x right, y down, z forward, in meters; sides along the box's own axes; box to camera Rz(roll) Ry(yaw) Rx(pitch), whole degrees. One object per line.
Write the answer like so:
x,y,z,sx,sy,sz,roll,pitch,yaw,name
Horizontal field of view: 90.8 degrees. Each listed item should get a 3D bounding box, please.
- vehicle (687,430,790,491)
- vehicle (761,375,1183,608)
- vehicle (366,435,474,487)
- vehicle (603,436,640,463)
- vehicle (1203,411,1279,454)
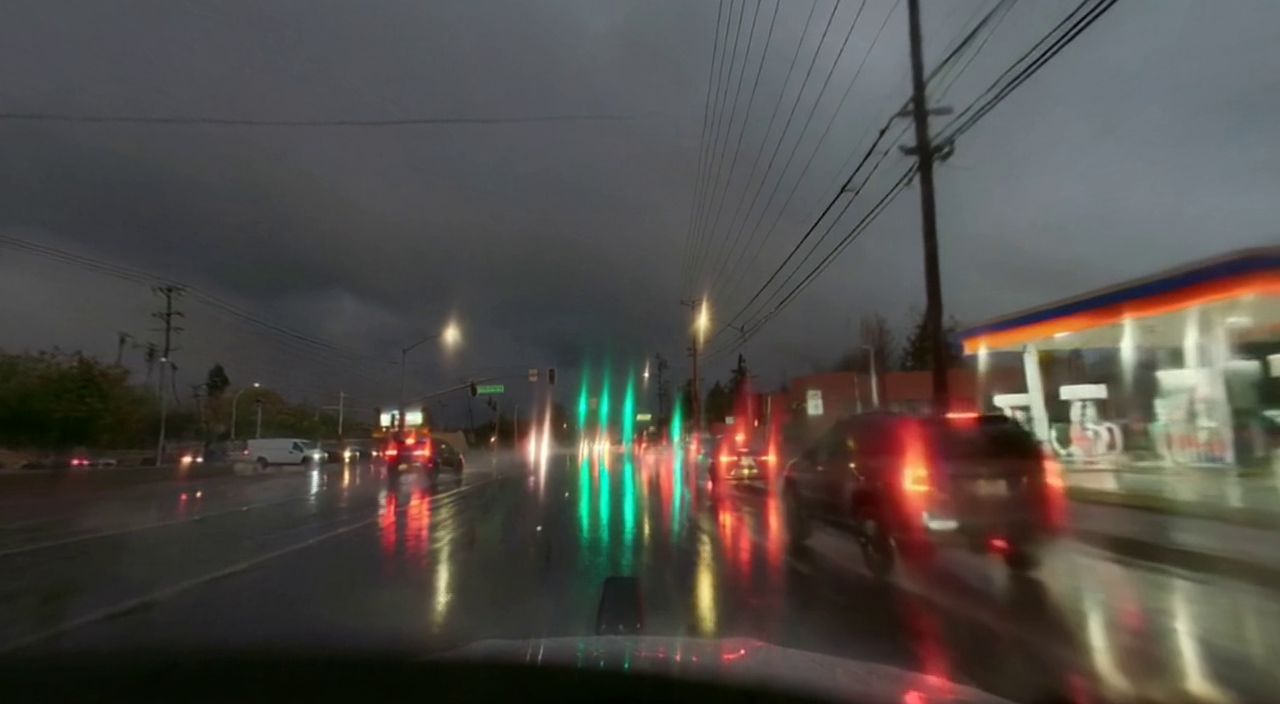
2.593,2.991,17.780,1.945,1.470,4.363,0,-8,-4,vehicle
3.131,1.452,7.573,2.124,1.824,4.973,0,-8,-3,vehicle
-6.917,3.452,20.404,2.075,1.470,4.190,0,-8,-1,vehicle
-1.137,5.742,37.478,2.065,1.484,3.894,0,-8,-2,vehicle
24.252,3.083,24.038,1.850,1.549,3.930,0,-9,-3,vehicle
